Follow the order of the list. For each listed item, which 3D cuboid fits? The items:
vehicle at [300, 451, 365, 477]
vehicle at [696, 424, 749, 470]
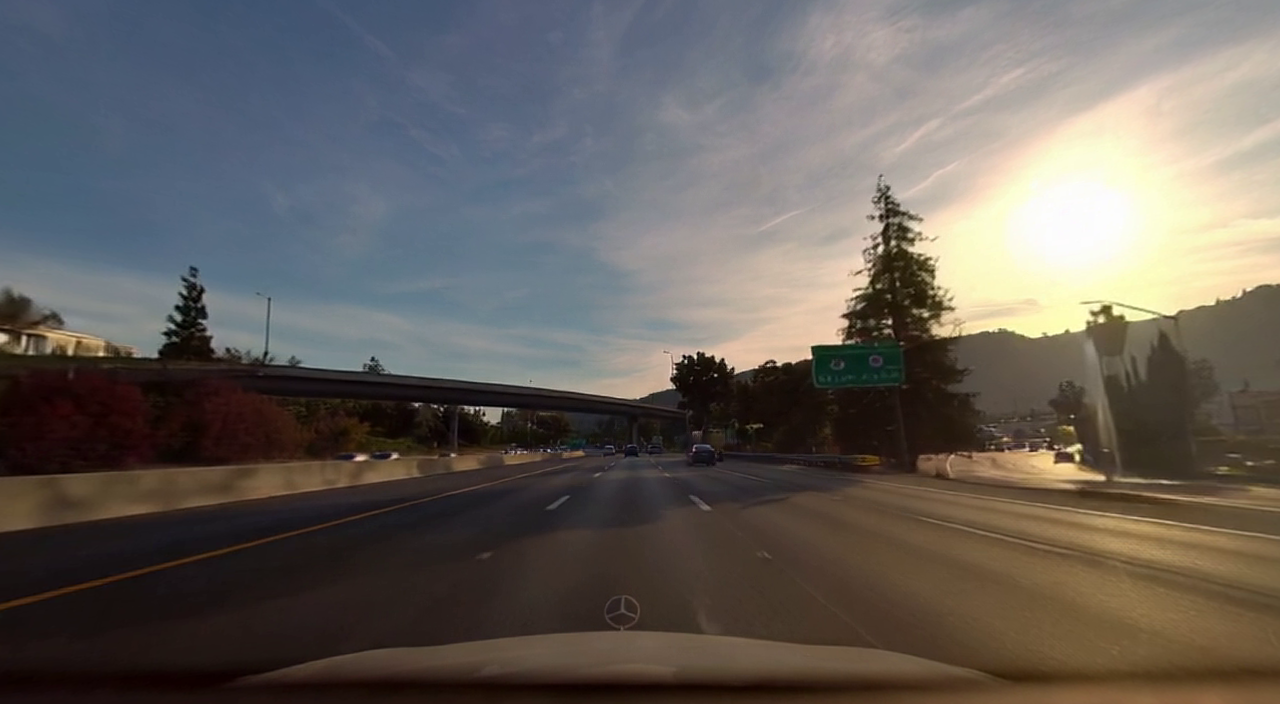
[{"bbox_3d":[-19.447,7.084,40.169,1.960,1.504,4.199,0,-9,0],"label":"vehicle"},{"bbox_3d":[5.034,5.968,39.591,2.576,2.670,5.494,0,-9,0],"label":"vehicle"}]
